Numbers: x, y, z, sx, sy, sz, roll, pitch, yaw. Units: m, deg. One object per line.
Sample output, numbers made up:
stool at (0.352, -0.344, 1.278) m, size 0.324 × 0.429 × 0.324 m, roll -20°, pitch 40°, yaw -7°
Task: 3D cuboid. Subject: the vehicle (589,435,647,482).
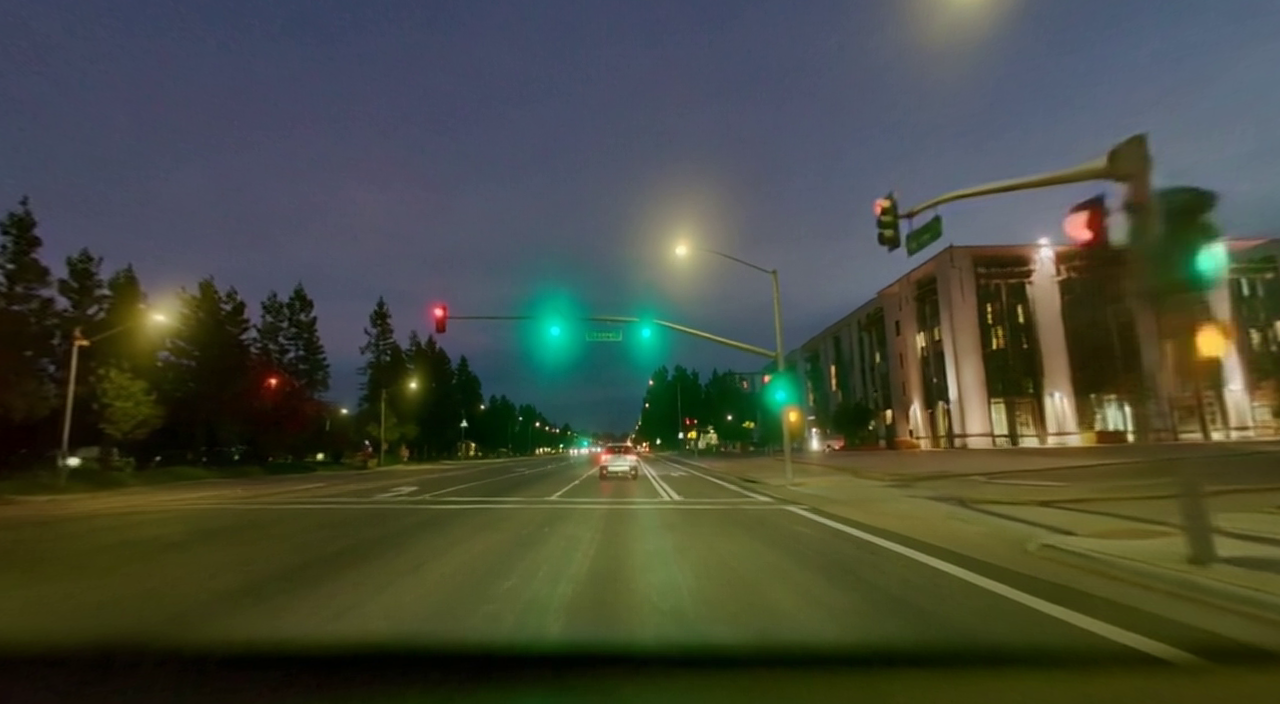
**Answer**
vehicle at (-0.844, 4.210, 25.187) m, size 2.130 × 1.711 × 4.038 m, roll 0°, pitch -8°, yaw -2°
